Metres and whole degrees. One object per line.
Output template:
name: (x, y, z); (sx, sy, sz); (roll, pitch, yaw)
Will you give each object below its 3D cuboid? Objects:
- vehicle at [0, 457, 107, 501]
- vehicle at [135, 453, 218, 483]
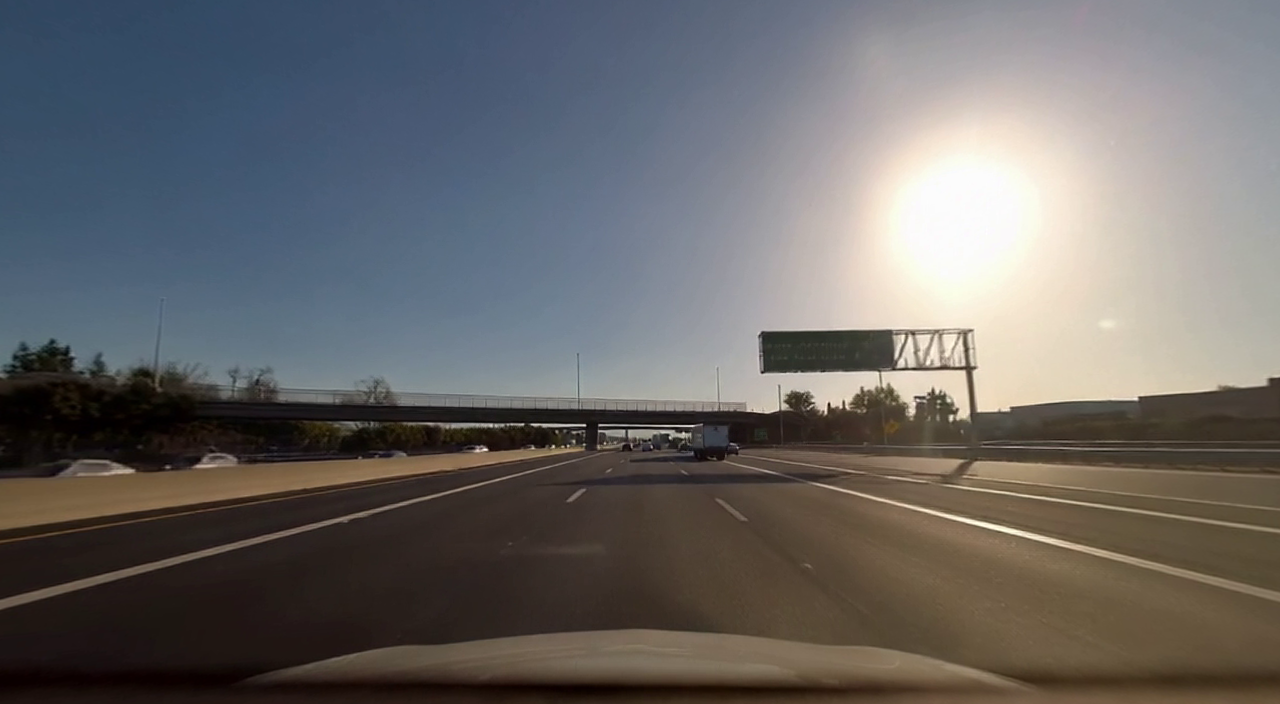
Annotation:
vehicle: (-23.940, 4.970, 25.035); (1.825, 1.484, 4.234); (0, -8, 0)
vehicle: (-27.278, 6.827, 37.273); (1.783, 1.599, 3.988); (0, -8, 0)
